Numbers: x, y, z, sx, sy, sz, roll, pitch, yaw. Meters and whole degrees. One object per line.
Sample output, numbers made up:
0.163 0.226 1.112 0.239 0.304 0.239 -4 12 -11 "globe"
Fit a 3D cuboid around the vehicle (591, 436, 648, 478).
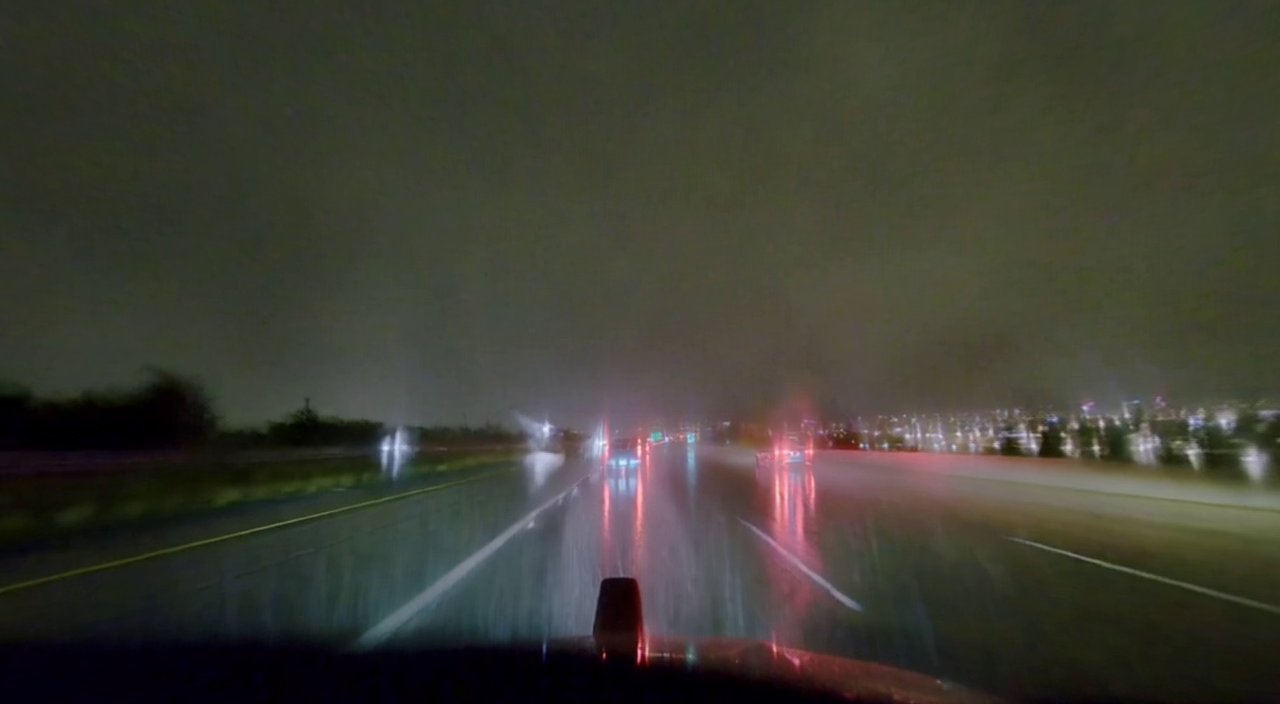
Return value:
-0.775 4.260 25.707 2.147 1.576 3.964 0 -9 0 "vehicle"
